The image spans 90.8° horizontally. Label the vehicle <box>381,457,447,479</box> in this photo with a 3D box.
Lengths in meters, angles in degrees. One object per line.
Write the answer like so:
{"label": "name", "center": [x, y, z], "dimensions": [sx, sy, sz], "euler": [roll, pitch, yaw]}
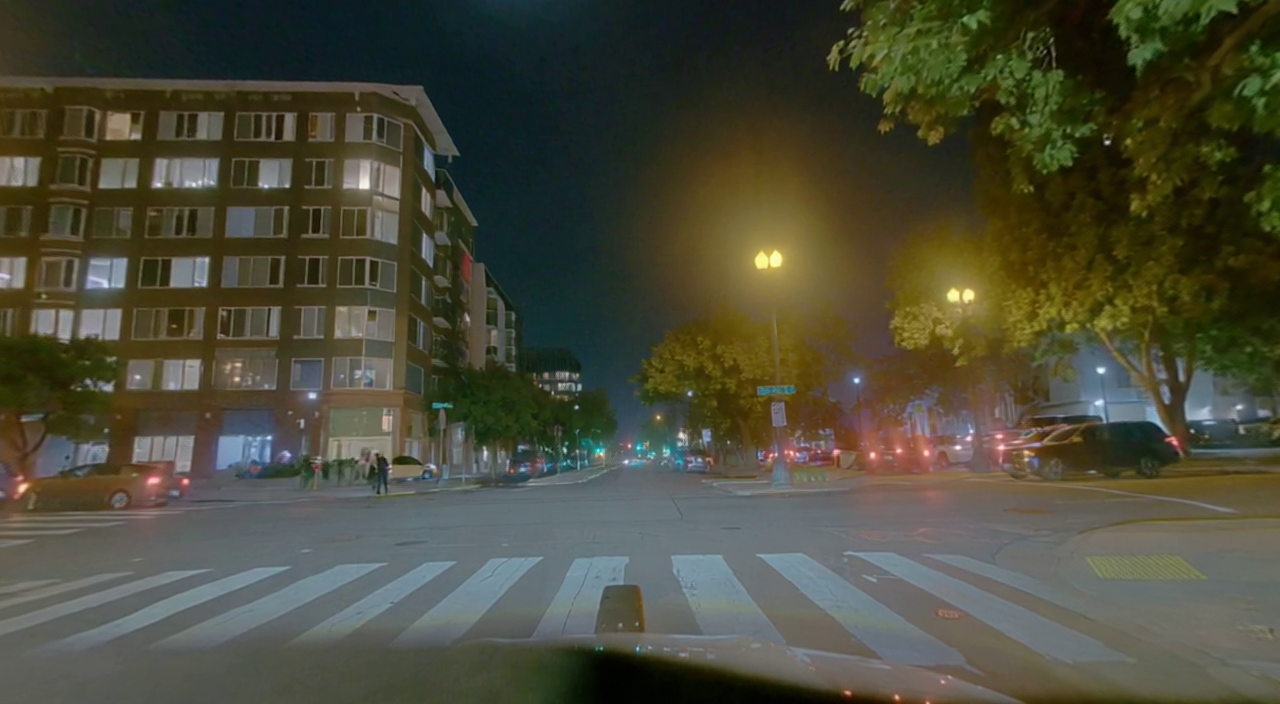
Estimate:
{"label": "vehicle", "center": [-16.907, 8.662, 47.371], "dimensions": [4.203, 1.544, 1.889], "euler": [0, -8, 2]}

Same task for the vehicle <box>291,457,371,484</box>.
{"label": "vehicle", "center": [-23.174, 8.886, 47.473], "dimensions": [4.844, 1.836, 2.117], "euler": [-1, -8, 4]}

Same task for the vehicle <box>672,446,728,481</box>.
{"label": "vehicle", "center": [3.281, 5.895, 33.693], "dimensions": [1.942, 1.603, 3.785], "euler": [1, -7, 22]}

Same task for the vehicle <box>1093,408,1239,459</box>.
{"label": "vehicle", "center": [22.304, 3.533, 27.143], "dimensions": [2.137, 1.962, 4.988], "euler": [-1, -8, 3]}

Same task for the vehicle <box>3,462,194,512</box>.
{"label": "vehicle", "center": [-17.316, 4.316, 20.373], "dimensions": [4.439, 1.448, 1.793], "euler": [0, -9, 0]}

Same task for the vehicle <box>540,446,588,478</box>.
{"label": "vehicle", "center": [-4.445, 6.548, 37.695], "dimensions": [2.102, 1.768, 4.290], "euler": [-1, -9, 3]}

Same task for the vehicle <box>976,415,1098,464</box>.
{"label": "vehicle", "center": [16.743, 3.791, 26.996], "dimensions": [2.041, 1.921, 4.574], "euler": [0, -9, -2]}

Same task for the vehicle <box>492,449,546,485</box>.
{"label": "vehicle", "center": [-7.616, 7.250, 40.251], "dimensions": [2.193, 1.814, 5.061], "euler": [-9, -8, 0]}

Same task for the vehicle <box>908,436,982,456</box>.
{"label": "vehicle", "center": [23.014, 7.088, 47.770], "dimensions": [4.528, 1.475, 2.070], "euler": [0, -8, 3]}
